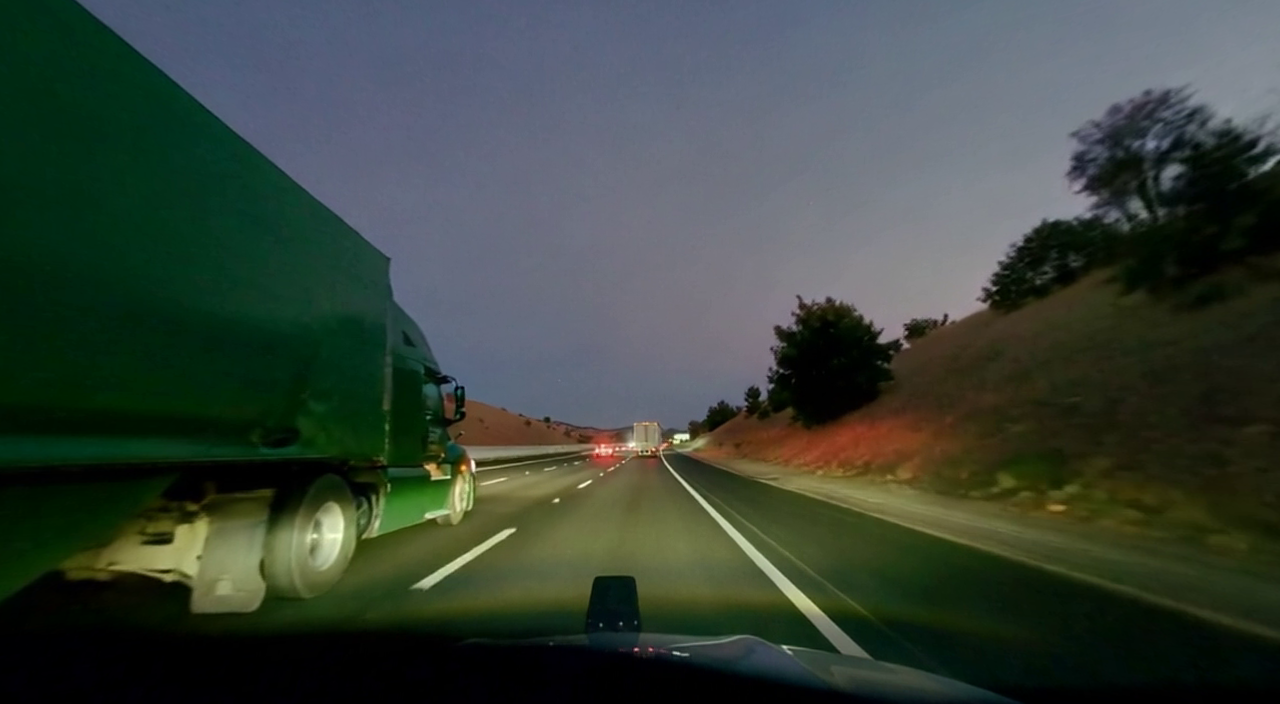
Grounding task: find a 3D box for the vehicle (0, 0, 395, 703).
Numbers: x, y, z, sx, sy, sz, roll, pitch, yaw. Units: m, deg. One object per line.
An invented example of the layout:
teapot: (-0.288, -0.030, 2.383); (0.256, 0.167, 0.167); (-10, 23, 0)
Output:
vehicle: (-3.730, -0.184, 0.551); (2.789, 3.271, 10.894); (1, -9, -1)
